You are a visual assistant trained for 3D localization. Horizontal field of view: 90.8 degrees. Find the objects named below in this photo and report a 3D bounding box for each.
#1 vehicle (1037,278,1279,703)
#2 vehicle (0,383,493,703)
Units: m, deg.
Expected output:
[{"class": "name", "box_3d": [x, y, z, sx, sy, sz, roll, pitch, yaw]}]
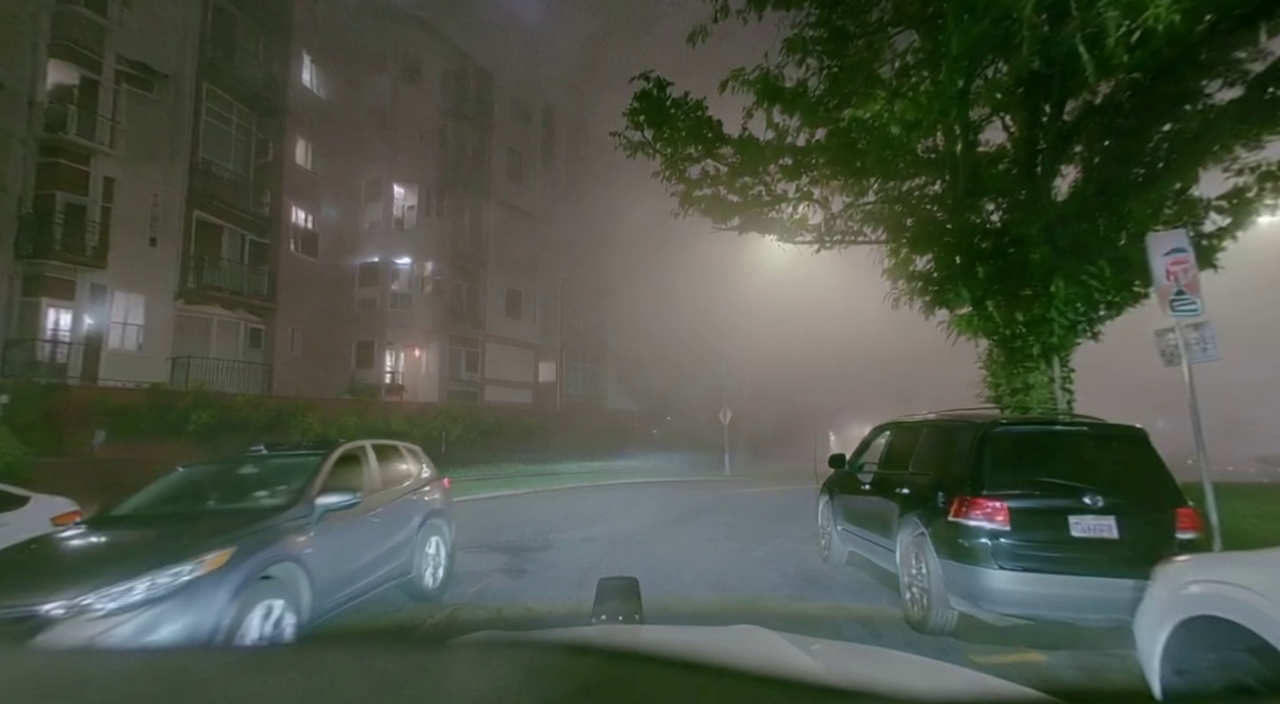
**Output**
[{"class": "vehicle", "box_3d": [2.963, 0.459, 0.249, 2.034, 1.800, 5.178, 0, -8, -3]}, {"class": "vehicle", "box_3d": [-2.785, 1.204, 4.249, 2.210, 1.516, 4.804, 0, -8, 3]}]
